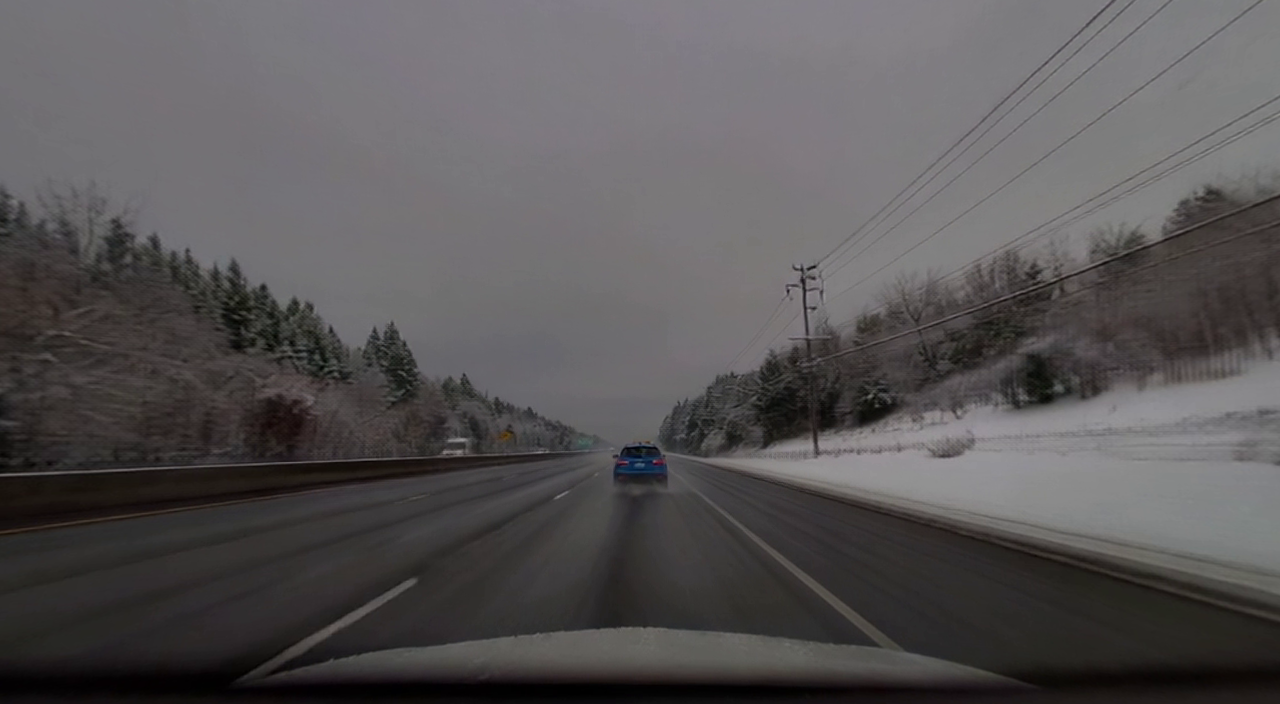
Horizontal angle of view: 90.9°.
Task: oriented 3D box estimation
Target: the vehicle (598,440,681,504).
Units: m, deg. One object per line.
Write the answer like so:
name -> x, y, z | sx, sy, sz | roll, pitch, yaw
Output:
vehicle -> -0.043, 3.181, 17.130 | 1.966, 1.499, 4.298 | 0, -9, -1
